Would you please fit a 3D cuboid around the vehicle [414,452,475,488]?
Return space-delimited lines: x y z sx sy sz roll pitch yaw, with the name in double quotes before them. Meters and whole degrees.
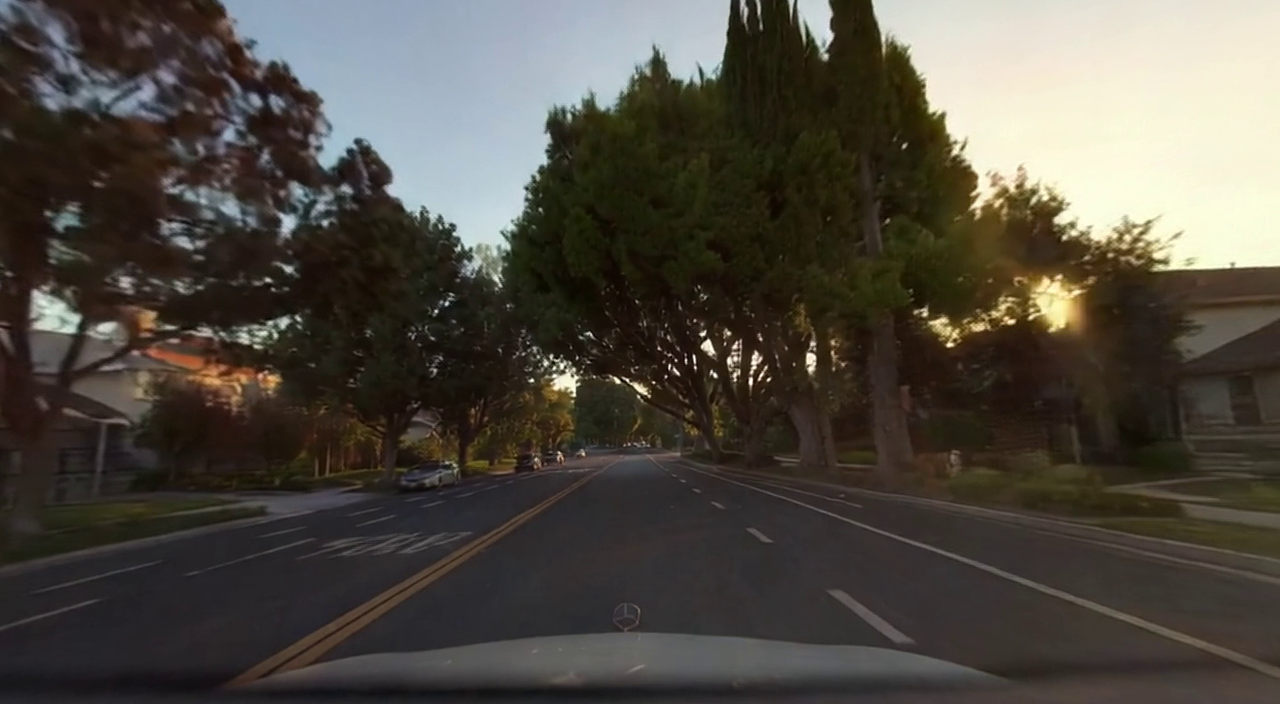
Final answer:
"vehicle" -10.762 6.480 35.099 1.989 1.610 4.337 -5 -8 -1

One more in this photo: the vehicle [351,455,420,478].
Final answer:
"vehicle" -18.993 8.560 47.286 4.310 1.690 1.848 1 -9 -3
